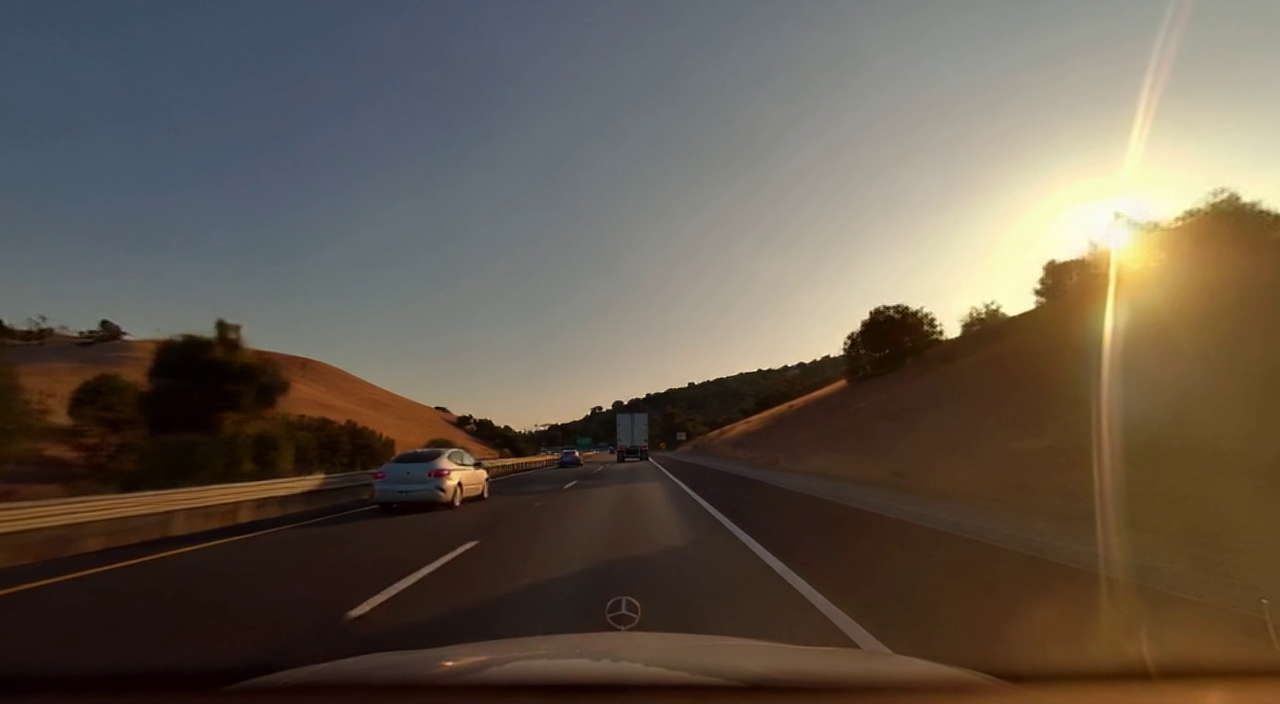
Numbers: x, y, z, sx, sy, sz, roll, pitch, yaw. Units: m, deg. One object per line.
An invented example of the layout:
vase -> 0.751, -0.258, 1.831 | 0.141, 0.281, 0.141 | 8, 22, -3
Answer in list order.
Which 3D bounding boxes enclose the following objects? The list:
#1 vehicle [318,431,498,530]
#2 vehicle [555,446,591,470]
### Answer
vehicle -> -4.330, 2.457, 12.648 | 1.991, 1.618, 4.211 | 0, -9, 0
vehicle -> -4.497, 7.153, 42.787 | 1.978, 1.507, 4.062 | 0, -9, 0
